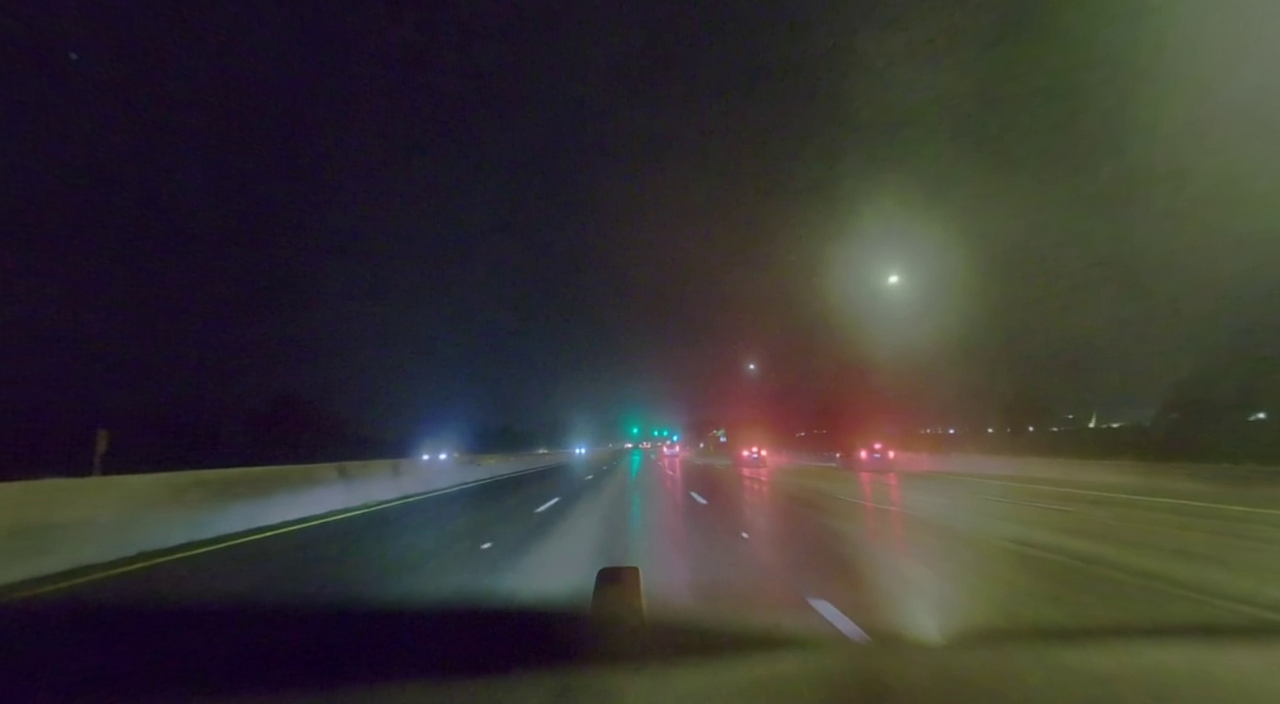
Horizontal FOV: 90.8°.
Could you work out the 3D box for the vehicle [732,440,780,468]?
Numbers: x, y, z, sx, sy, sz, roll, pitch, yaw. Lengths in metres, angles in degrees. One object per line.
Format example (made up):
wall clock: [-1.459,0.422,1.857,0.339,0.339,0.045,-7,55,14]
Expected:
vehicle: [6.804,6.032,37.515,2.038,1.528,3.910,0,-8,-1]

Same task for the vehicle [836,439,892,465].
vehicle: [14.730,6.585,41.775,2.025,1.595,4.268,0,-8,-1]

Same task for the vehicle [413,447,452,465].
vehicle: [-14.402,7.216,44.013,1.639,1.164,3.285,0,-8,0]
